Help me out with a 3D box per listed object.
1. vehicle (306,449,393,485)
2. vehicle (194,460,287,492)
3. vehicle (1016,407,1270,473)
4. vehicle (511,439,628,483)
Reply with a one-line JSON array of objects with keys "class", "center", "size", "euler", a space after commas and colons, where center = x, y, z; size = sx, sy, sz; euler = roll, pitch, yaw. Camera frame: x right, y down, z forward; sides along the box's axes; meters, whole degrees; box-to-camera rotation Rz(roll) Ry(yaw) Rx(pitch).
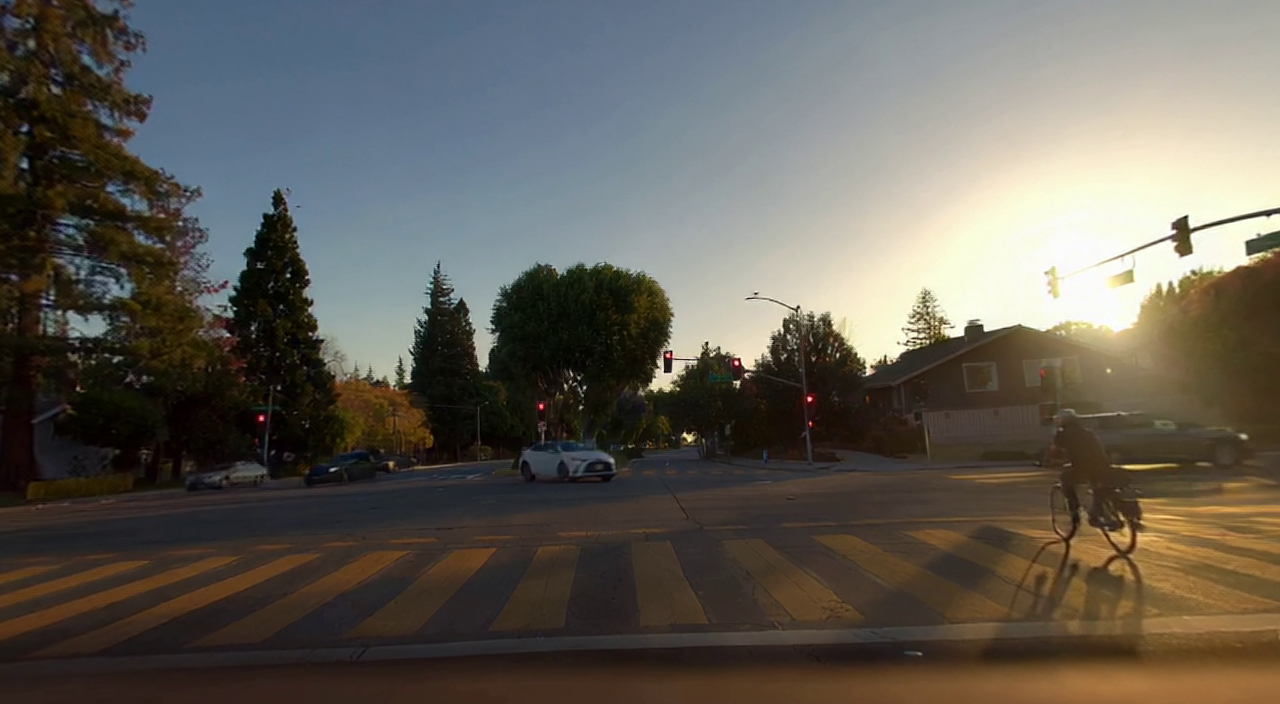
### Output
[{"class": "vehicle", "center": [-13.564, 5.376, 29.746], "size": [1.973, 1.511, 4.299], "euler": [0, -9, 1]}, {"class": "vehicle", "center": [-20.860, 6.457, 33.178], "size": [1.872, 1.455, 4.576], "euler": [0, -9, 0]}, {"class": "vehicle", "center": [14.185, 2.554, 18.132], "size": [5.188, 1.731, 2.191], "euler": [-1, -9, 7]}, {"class": "vehicle", "center": [-2.793, 4.134, 24.122], "size": [2.017, 1.496, 4.749], "euler": [7, -12, -41]}]
